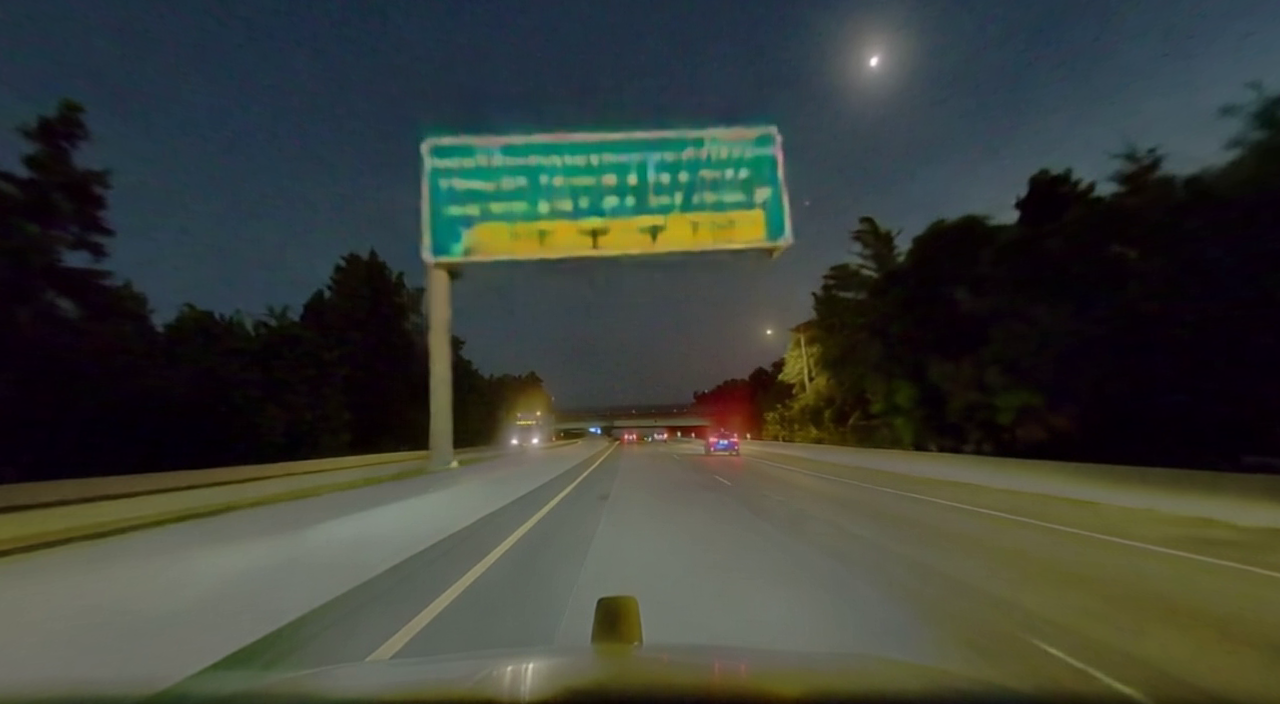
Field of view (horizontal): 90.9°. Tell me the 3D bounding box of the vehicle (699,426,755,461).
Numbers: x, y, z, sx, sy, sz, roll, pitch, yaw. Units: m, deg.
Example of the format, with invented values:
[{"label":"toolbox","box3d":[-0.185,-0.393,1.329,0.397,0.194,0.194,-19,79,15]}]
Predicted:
[{"label":"vehicle","box3d":[4.334,4.632,31.985,2.073,1.651,4.065,0,-8,-2]}]
